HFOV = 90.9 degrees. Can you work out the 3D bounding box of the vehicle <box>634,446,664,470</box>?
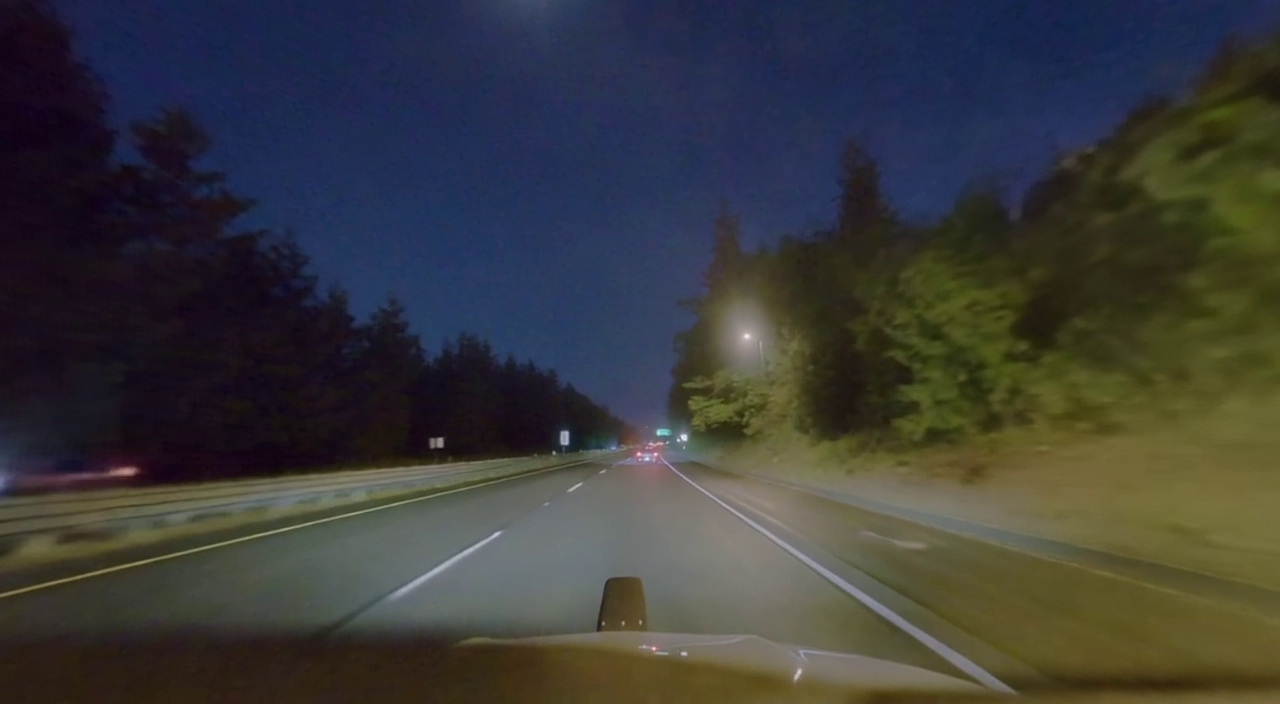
[{"bbox_3d":[0.592,7.038,42.065,1.934,1.488,3.832,0,-9,1],"label":"vehicle"}]
